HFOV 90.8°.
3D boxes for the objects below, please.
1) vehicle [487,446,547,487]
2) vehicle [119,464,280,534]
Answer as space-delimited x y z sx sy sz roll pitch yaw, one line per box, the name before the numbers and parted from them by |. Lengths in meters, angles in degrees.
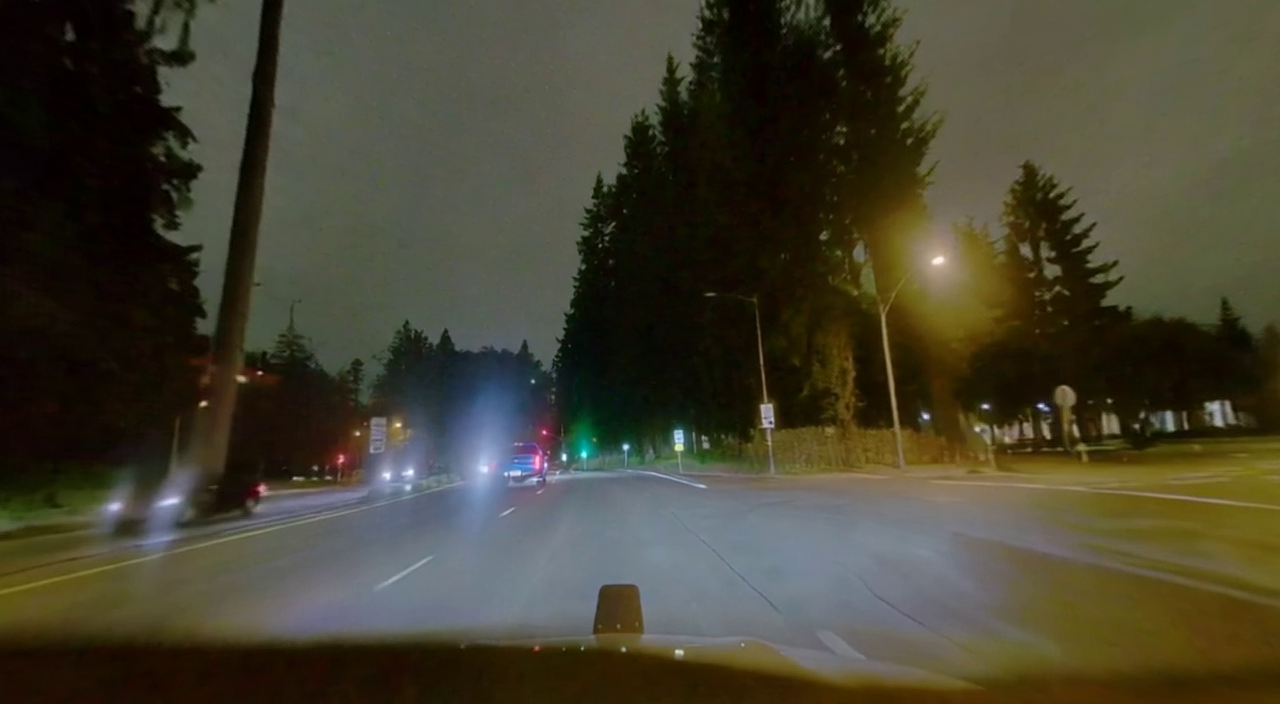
vehicle | -6.025 5.657 31.796 2.267 1.849 6.402 1 -9 -5
vehicle | -12.391 4.110 18.151 1.883 1.632 4.024 0 -9 -4
